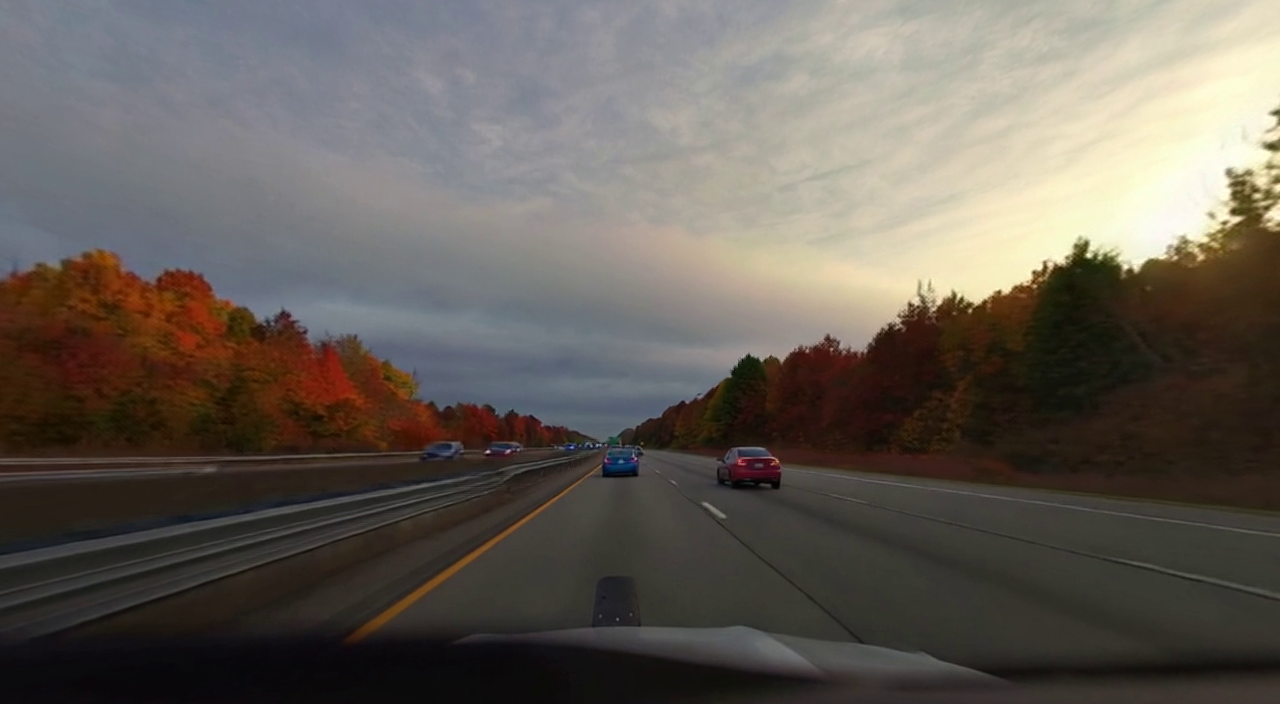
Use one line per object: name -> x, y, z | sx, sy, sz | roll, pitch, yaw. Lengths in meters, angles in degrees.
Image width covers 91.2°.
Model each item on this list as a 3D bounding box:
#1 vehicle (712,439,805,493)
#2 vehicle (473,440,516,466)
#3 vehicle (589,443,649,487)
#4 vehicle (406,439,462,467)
vehicle -> 3.785, 3.741, 20.919 | 2.300, 1.595, 4.144 | -1, -9, 0
vehicle -> -10.277, 7.159, 44.511 | 2.044, 1.661, 4.534 | 0, -9, -1
vehicle -> -0.776, 4.381, 24.633 | 2.128, 1.516, 4.410 | 0, -9, -1
vehicle -> -13.783, 6.771, 42.156 | 2.213, 1.731, 4.671 | 0, -9, -1
